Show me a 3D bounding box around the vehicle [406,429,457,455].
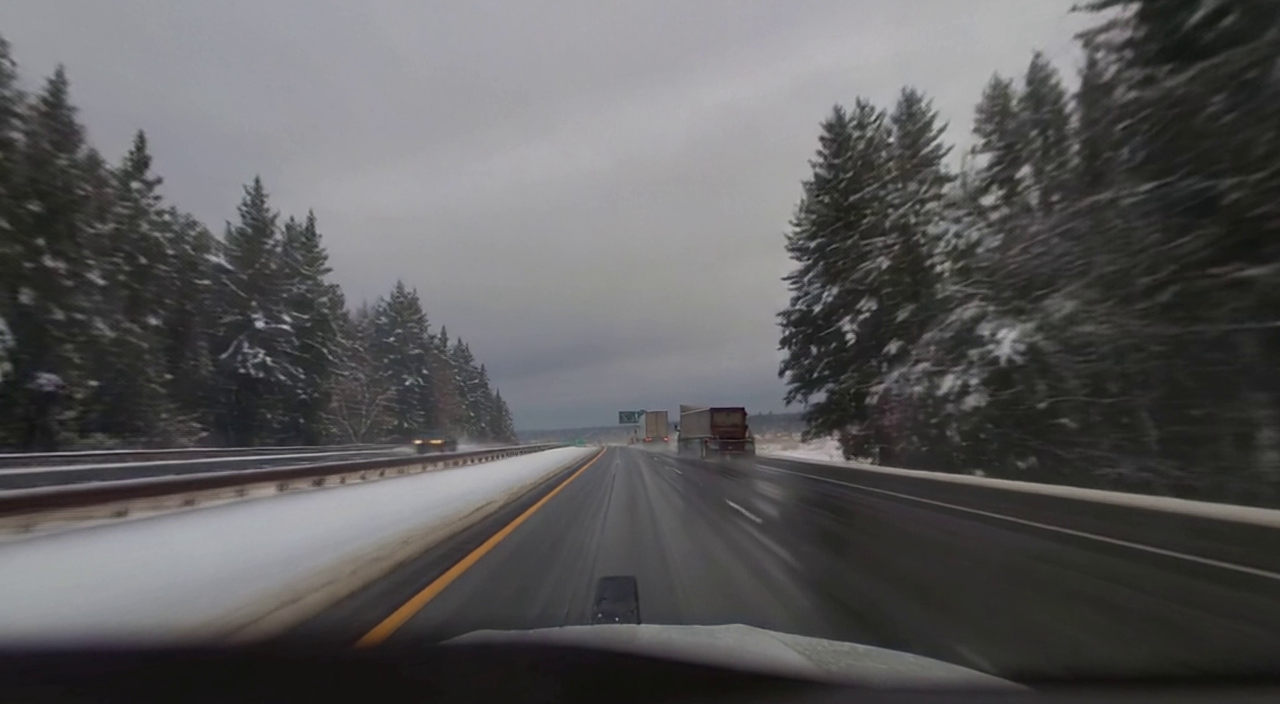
[{"bbox_3d":[-13.406,5.826,40.779,1.950,1.598,4.188,0,-8,-2],"label":"vehicle"}]

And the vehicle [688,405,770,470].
[{"bbox_3d":[4.029,4.061,30.055,2.741,2.716,6.323,0,-8,-2],"label":"vehicle"}]
